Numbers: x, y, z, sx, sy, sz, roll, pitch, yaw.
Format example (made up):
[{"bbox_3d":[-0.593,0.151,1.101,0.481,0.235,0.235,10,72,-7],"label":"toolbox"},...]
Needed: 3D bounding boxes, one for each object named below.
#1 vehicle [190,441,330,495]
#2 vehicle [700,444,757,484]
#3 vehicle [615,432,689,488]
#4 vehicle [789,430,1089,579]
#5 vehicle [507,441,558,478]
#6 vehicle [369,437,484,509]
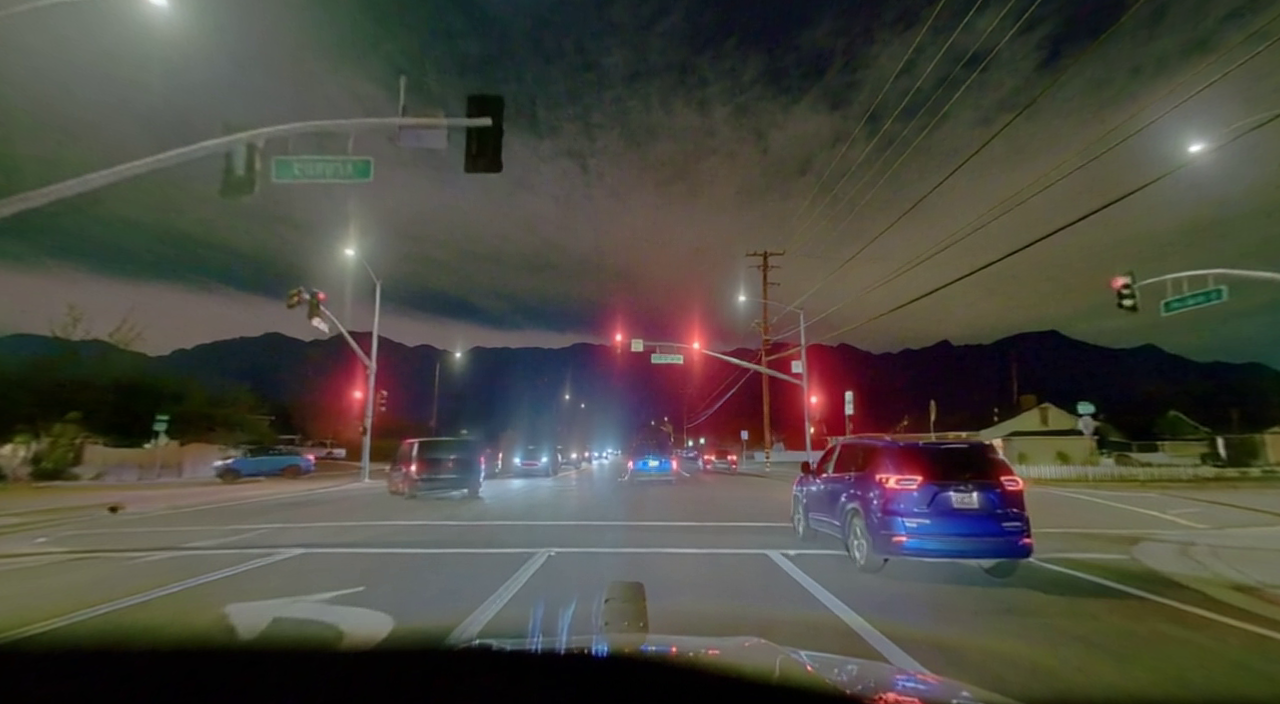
[{"bbox_3d":[-14.313,4.326,23.785,4.530,1.864,1.999,-3,-9,20],"label":"vehicle"},{"bbox_3d":[3.915,5.023,28.638,1.957,1.646,4.355,0,-8,0],"label":"vehicle"},{"bbox_3d":[0.453,4.251,25.158,2.636,2.011,5.130,0,-8,0],"label":"vehicle"},{"bbox_3d":[3.923,2.065,9.493,2.155,1.658,4.721,0,-8,0],"label":"vehicle"},{"bbox_3d":[-5.727,5.765,34.098,1.983,1.801,4.391,0,-8,0],"label":"vehicle"},{"bbox_3d":[-6.157,3.324,17.869,2.059,1.749,4.458,5,-10,-31],"label":"vehicle"}]
